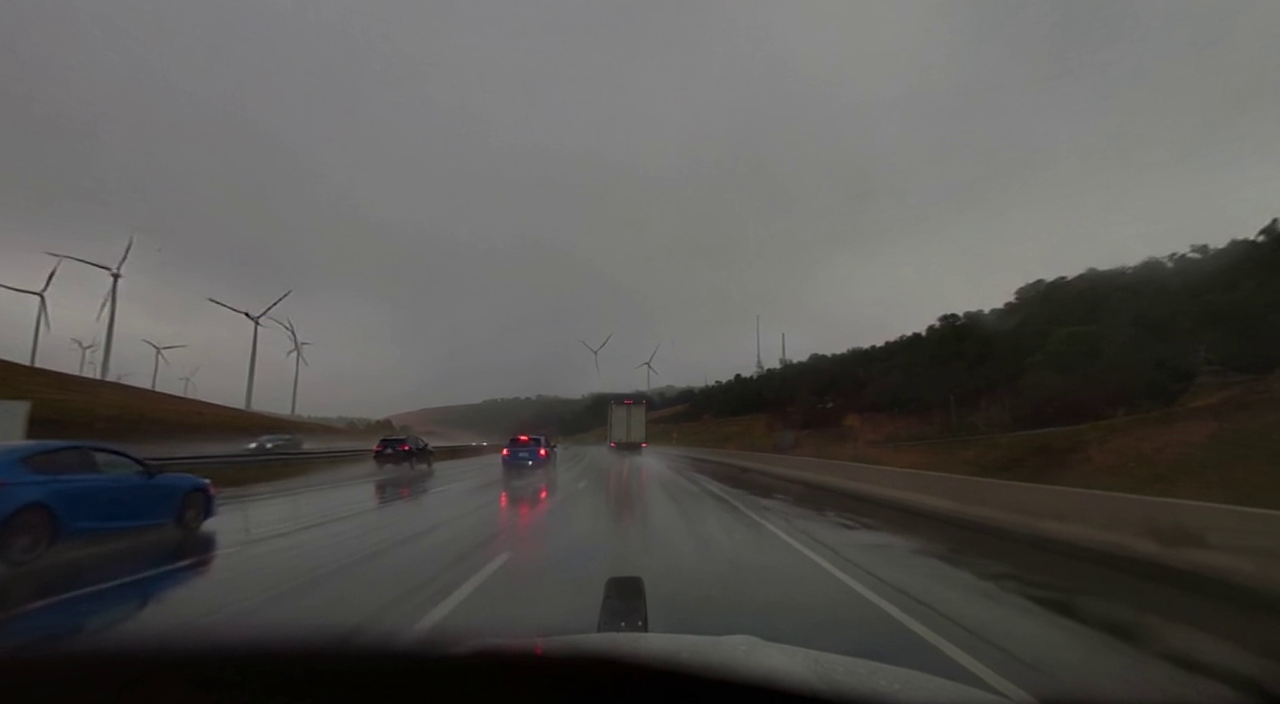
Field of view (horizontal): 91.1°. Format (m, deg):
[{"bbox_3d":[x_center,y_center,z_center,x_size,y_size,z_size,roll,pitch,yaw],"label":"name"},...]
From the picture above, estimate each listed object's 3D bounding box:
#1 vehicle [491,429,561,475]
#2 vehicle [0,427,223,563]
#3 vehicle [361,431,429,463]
[{"bbox_3d":[-4.490,3.999,25.274,2.109,1.684,3.783,0,-8,0],"label":"vehicle"},{"bbox_3d":[-8.161,1.754,8.183,2.271,1.488,4.597,0,-8,0],"label":"vehicle"},{"bbox_3d":[-15.453,6.014,39.988,2.285,1.835,5.672,0,-8,-2],"label":"vehicle"}]
